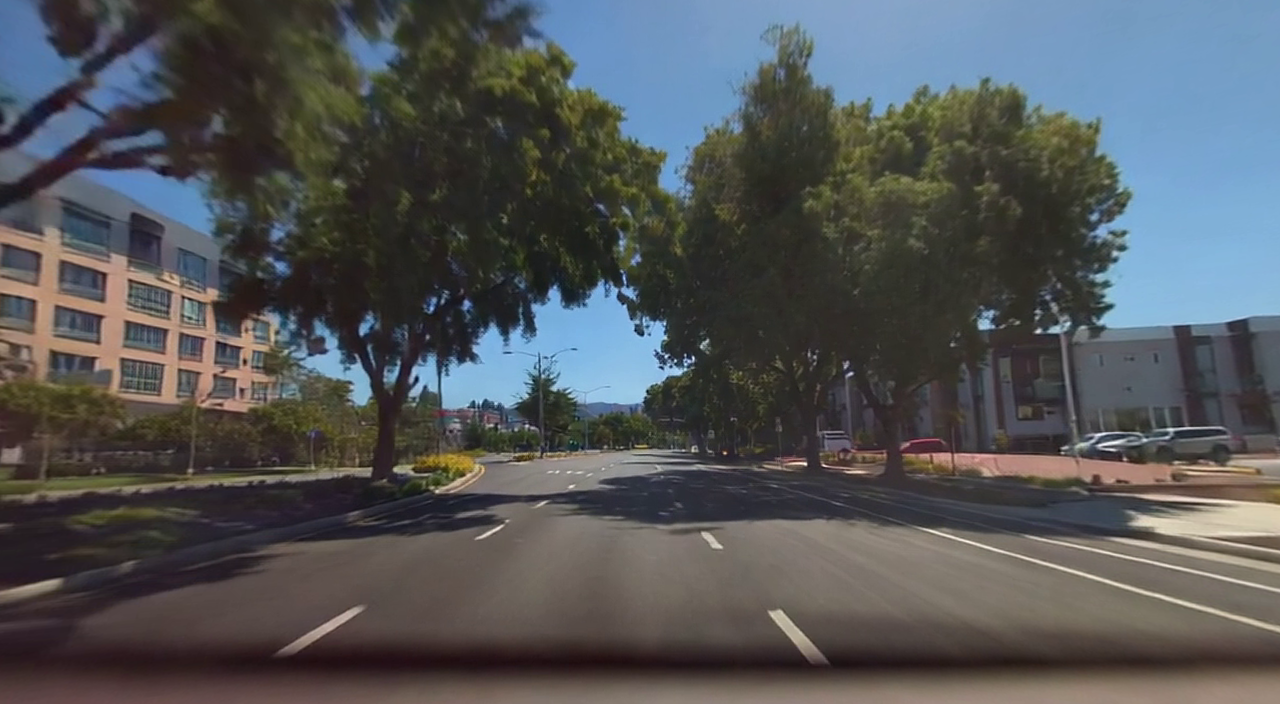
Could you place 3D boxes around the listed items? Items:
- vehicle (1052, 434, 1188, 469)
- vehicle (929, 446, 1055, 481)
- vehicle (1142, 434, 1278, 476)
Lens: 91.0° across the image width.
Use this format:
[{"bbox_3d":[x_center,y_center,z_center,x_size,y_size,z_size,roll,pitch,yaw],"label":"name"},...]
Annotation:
[{"bbox_3d":[26.927,5.604,35.492,5.663,1.895,2.229,-1,-9,3],"label":"vehicle"},{"bbox_3d":[15.395,4.902,27.718,4.331,1.469,2.008,0,-9,2],"label":"vehicle"},{"bbox_3d":[27.500,4.963,30.484,4.627,1.659,1.882,-3,-7,0],"label":"vehicle"}]
